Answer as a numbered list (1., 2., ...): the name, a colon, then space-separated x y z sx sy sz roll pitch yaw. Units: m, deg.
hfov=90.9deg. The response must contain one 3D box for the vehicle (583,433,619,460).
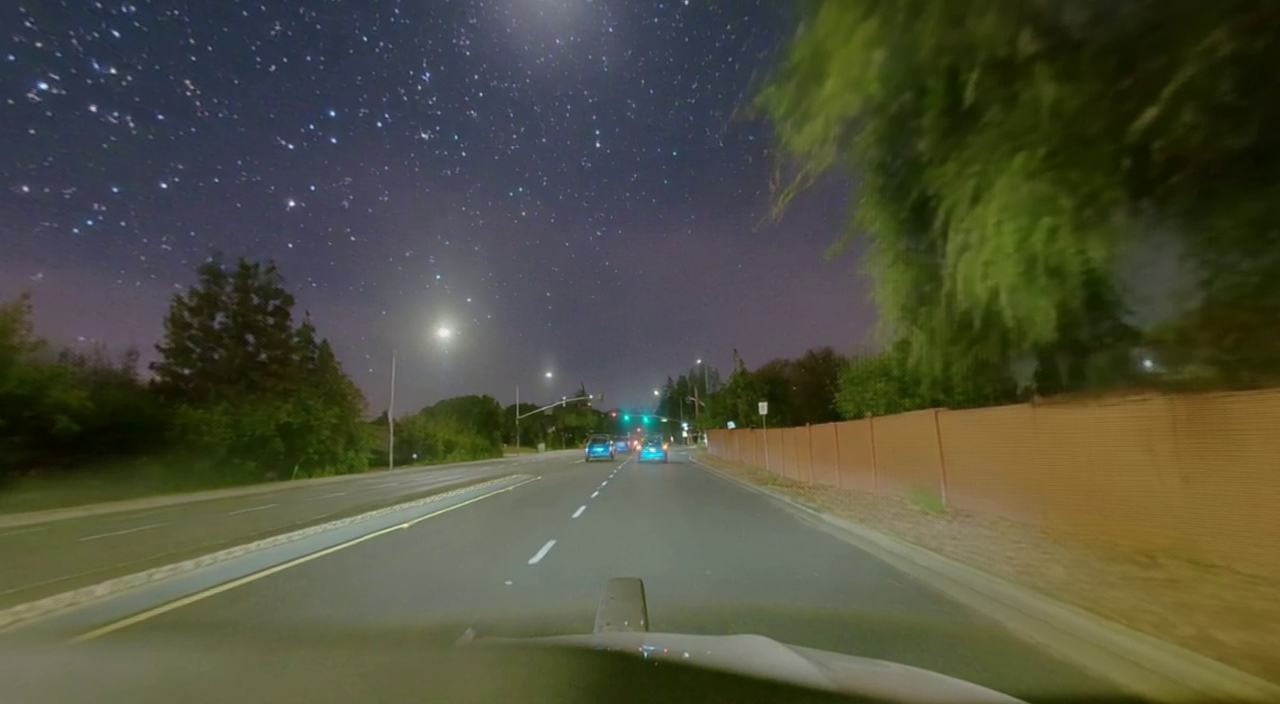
1. vehicle: -2.679 6.637 44.085 2.190 1.766 4.394 0 -9 1

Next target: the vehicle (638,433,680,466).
1. vehicle: 0.993 5.266 34.206 2.127 1.665 3.993 0 -9 0
